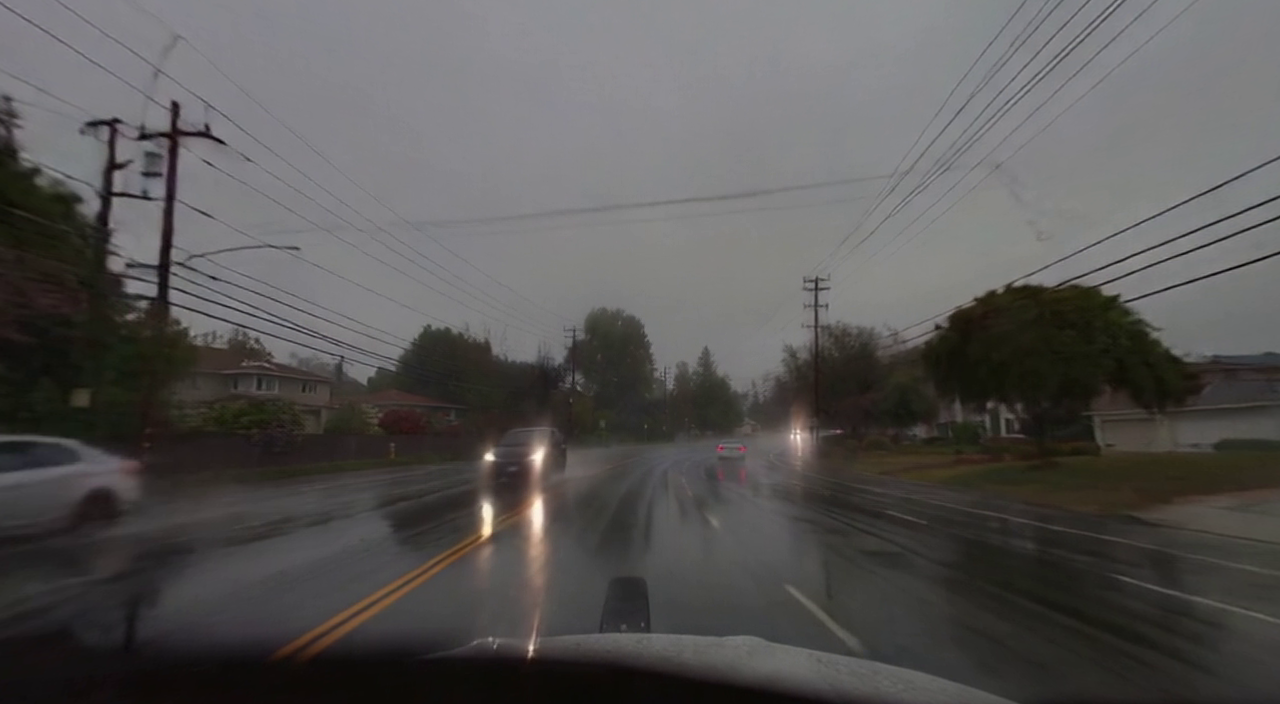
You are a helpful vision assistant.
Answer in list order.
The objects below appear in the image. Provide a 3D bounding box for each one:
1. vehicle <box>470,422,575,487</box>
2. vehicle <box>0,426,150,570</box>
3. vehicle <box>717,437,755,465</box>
[{"bbox_3d":[-3.539,3.247,20.114,2.191,1.771,4.981,-1,-9,3],"label":"vehicle"},{"bbox_3d":[-7.643,1.443,6.033,2.019,1.476,4.786,0,-9,0],"label":"vehicle"},{"bbox_3d":[5.373,5.583,35.666,1.982,1.451,4.152,-1,-9,7],"label":"vehicle"}]
